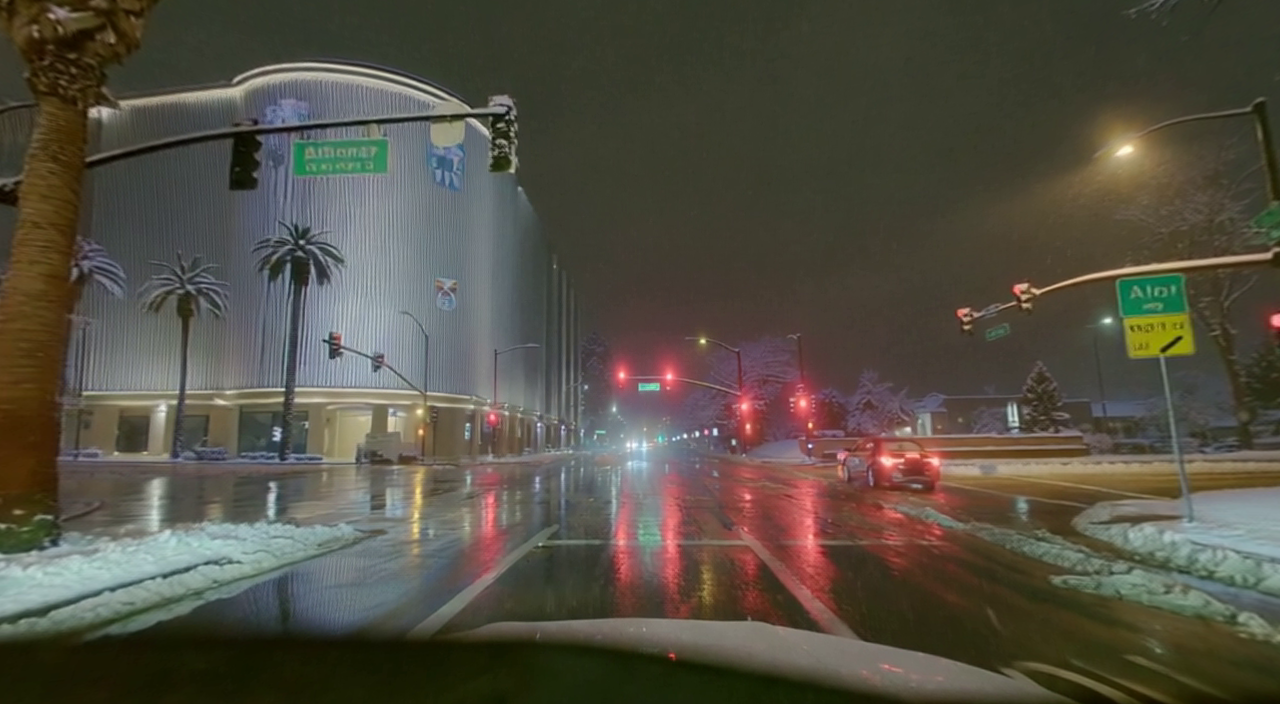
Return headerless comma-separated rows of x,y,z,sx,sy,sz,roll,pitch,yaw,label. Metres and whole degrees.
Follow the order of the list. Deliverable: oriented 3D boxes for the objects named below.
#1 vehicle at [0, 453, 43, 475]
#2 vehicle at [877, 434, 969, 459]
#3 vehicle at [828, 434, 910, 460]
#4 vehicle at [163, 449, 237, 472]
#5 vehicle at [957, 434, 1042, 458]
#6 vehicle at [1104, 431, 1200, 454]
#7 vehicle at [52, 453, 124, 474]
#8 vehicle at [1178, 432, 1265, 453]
-47.959,8.479,47.710,3.786,1.555,1.702,0,-8,2,vehicle
16.994,5.706,37.961,4.684,1.461,1.777,0,-8,-1,vehicle
15.095,6.282,41.693,4.648,1.665,1.910,0,-8,-1,vehicle
-33.137,8.178,47.570,4.136,1.661,1.857,0,-8,0,vehicle
23.592,6.182,41.467,4.423,1.465,1.798,0,-8,0,vehicle
33.283,5.896,41.055,4.567,1.458,1.791,0,-8,1,vehicle
-41.651,8.390,47.581,3.698,1.467,1.779,0,-8,0,vehicle
42.173,6.600,45.777,4.437,1.469,1.811,0,-8,0,vehicle
